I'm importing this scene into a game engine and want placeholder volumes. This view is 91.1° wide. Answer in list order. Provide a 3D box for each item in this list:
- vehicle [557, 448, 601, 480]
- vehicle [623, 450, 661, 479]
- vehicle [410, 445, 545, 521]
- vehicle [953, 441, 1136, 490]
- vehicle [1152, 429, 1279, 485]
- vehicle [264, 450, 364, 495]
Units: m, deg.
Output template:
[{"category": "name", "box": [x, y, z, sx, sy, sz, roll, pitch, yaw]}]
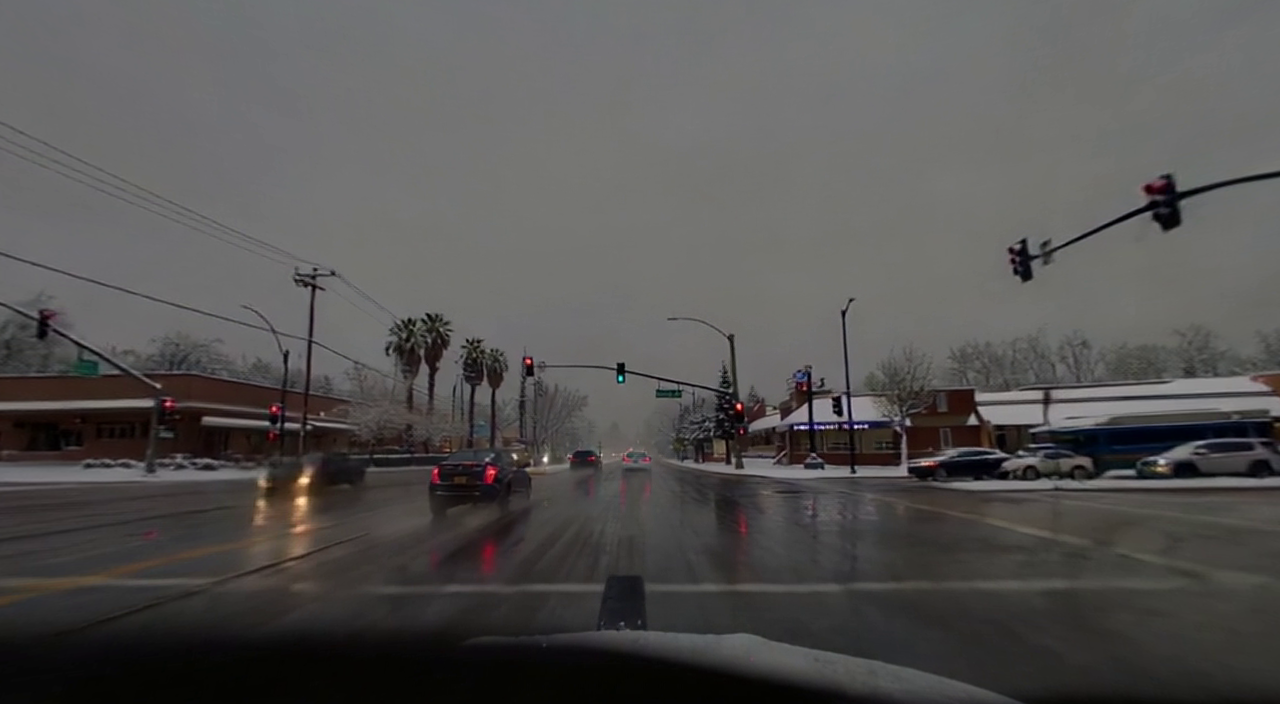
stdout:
[{"category": "vehicle", "box": [-3.360, 6.195, 35.133, 1.979, 1.634, 3.957, 0, -8, 1]}, {"category": "vehicle", "box": [0.124, 6.450, 36.323, 2.094, 1.496, 4.070, 0, -8, 0]}, {"category": "vehicle", "box": [-3.602, 2.966, 14.849, 1.904, 1.513, 4.410, -1, -8, 2]}, {"category": "vehicle", "box": [13.137, 3.693, 20.655, 4.532, 1.504, 2.087, 0, -8, 0]}, {"category": "vehicle", "box": [20.309, 3.460, 20.855, 4.699, 1.716, 2.108, 0, -8, -1]}, {"category": "vehicle", "box": [-12.517, 4.607, 24.393, 1.818, 1.559, 3.721, 0, -8, 1]}]
